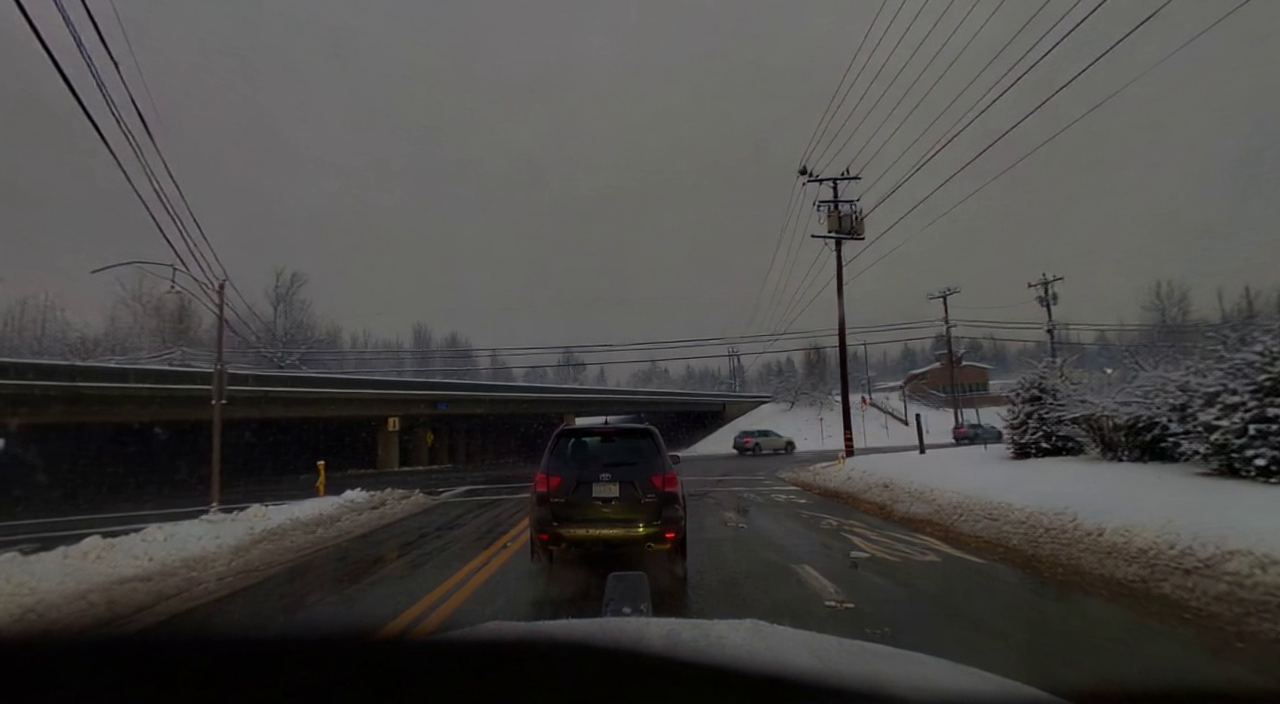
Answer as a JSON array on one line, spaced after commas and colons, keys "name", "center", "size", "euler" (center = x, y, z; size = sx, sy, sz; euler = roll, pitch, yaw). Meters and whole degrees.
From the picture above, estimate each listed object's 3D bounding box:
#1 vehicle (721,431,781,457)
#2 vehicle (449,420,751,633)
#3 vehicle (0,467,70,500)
[{"name": "vehicle", "center": [7.669, 6.326, 43.278], "size": [1.901, 1.637, 4.435], "euler": [-8, -12, 43]}, {"name": "vehicle", "center": [-0.239, 1.524, 6.460], "size": [2.090, 1.458, 4.033], "euler": [-1, -9, 1]}, {"name": "vehicle", "center": [-32.263, 6.677, 31.988], "size": [1.808, 1.539, 4.600], "euler": [-8, -11, 40]}]
